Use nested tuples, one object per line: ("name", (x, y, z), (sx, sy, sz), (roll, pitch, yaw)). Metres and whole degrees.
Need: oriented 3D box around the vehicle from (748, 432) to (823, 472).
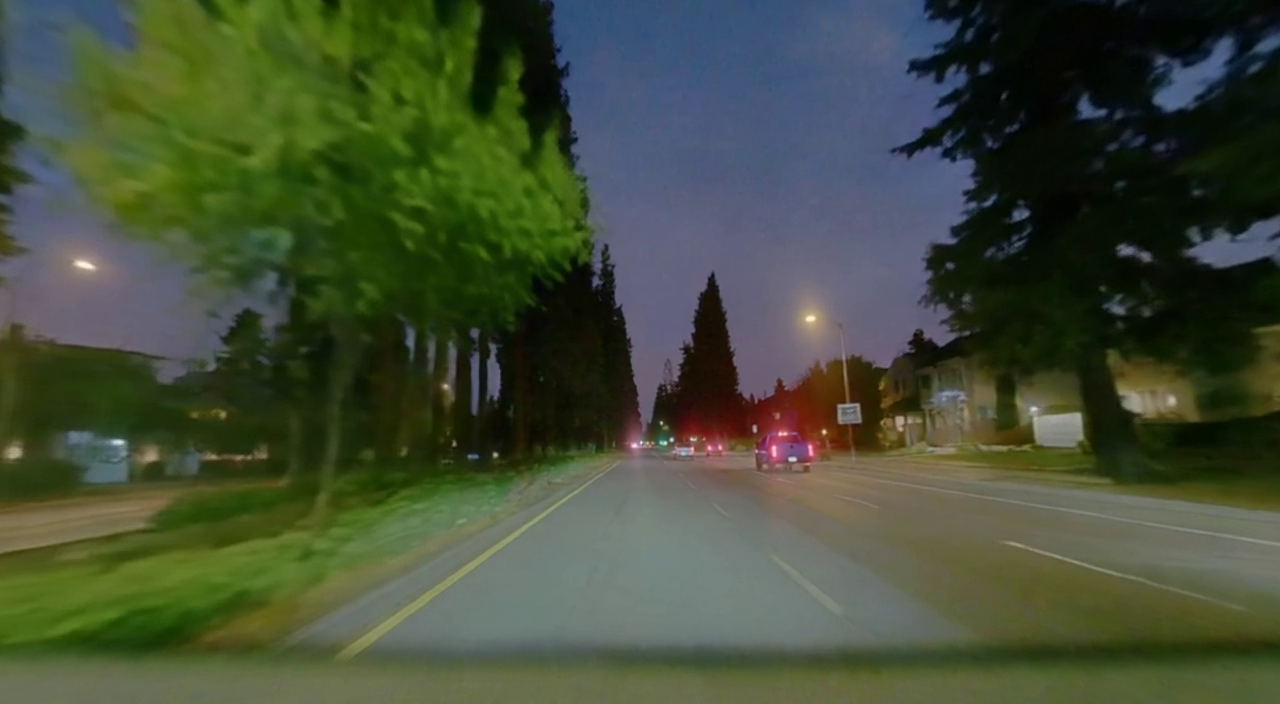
("vehicle", (6.869, 4.790, 30.418), (2.262, 1.769, 5.666), (0, -8, 0))
